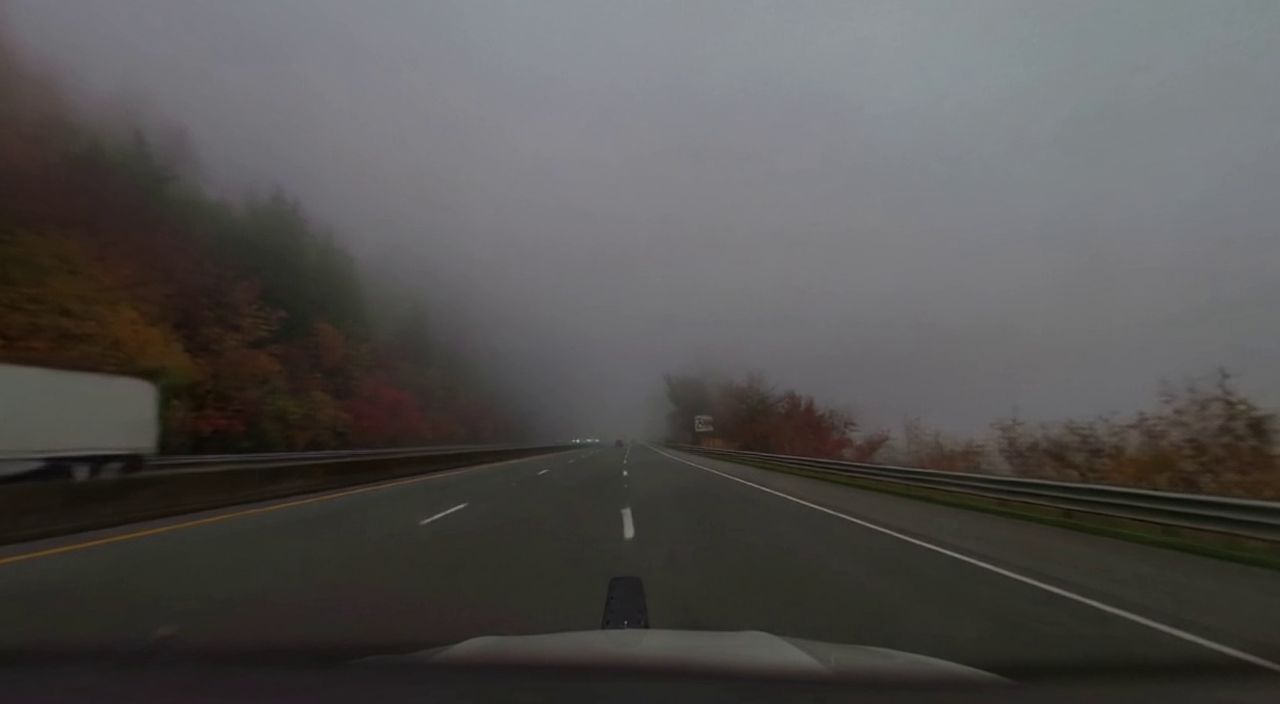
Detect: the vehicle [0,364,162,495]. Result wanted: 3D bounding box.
[{"bbox_3d":[-21.925,2.463,19.923,2.969,4.157,13.943,0,-8,-2],"label":"vehicle"}]
